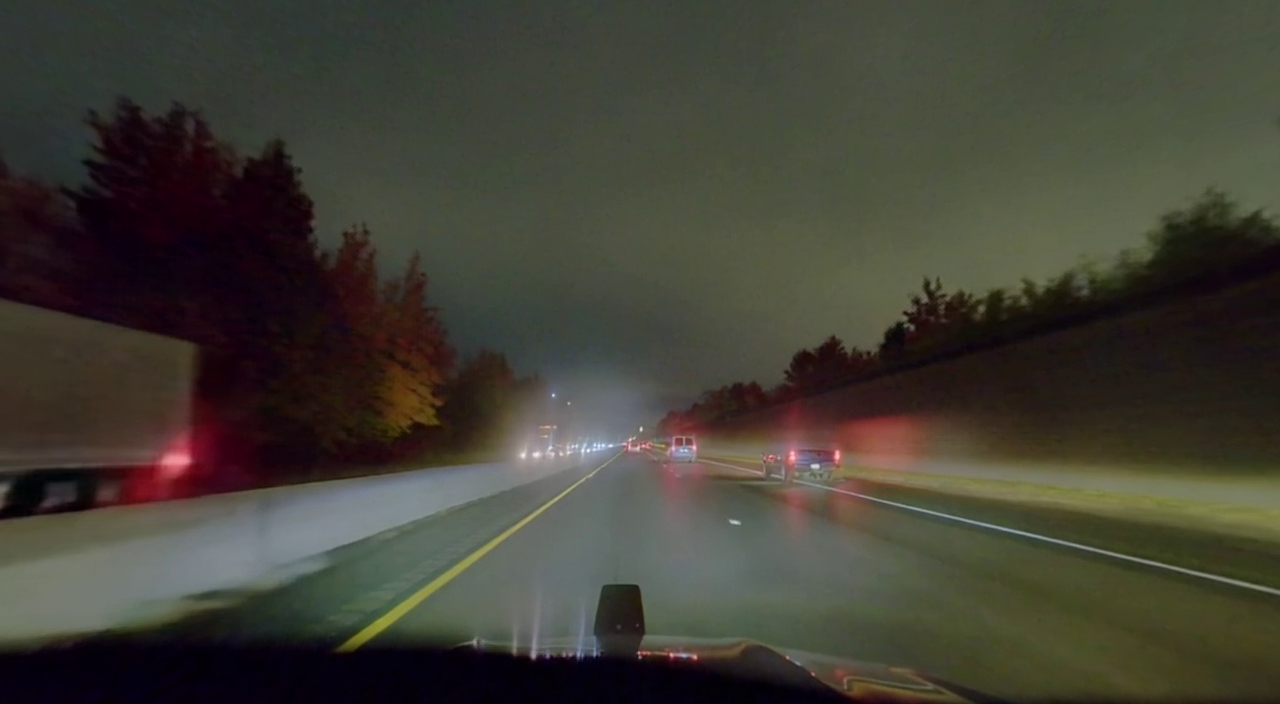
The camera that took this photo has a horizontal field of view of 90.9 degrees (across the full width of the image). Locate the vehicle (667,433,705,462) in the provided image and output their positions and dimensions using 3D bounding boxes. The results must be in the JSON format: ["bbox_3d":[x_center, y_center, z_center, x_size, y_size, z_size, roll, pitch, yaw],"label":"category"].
[{"bbox_3d":[3.442,7.219,47.721,2.393,2.072,4.958,0,-8,-1],"label":"vehicle"}]

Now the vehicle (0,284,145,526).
[{"bbox_3d":[-12.153,0.276,6.411,2.937,4.007,14.048,0,-8,0],"label":"vehicle"}]
